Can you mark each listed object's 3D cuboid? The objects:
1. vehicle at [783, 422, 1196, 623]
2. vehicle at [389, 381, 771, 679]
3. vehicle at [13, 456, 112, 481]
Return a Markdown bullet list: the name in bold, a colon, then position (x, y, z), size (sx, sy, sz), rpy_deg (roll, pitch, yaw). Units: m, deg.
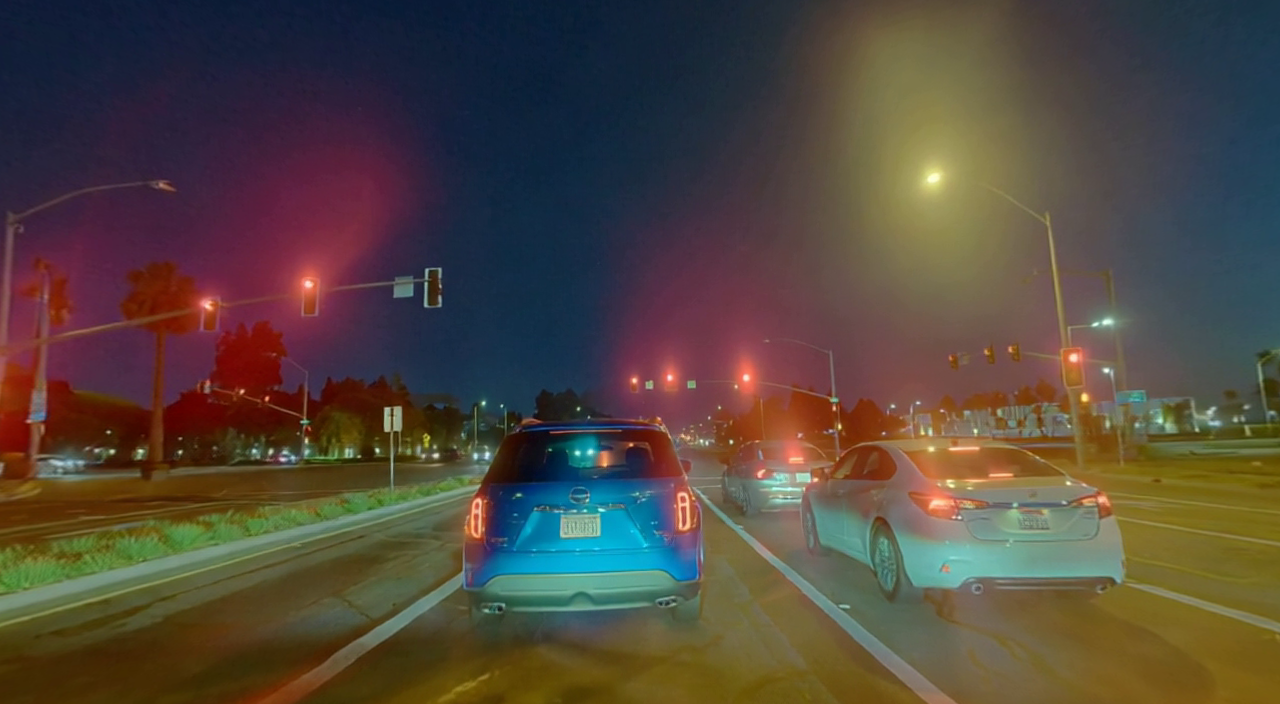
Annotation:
- **vehicle**: position (3.107, 1.604, 6.960), size (1.971, 1.473, 4.495), rpy_deg (0, -8, 0)
- **vehicle**: position (-0.347, 1.314, 5.690), size (2.172, 1.694, 4.055), rpy_deg (0, -8, 0)
- **vehicle**: position (-43.303, 8.755, 47.165), size (5.347, 1.785, 2.123), rpy_deg (0, -8, 2)
